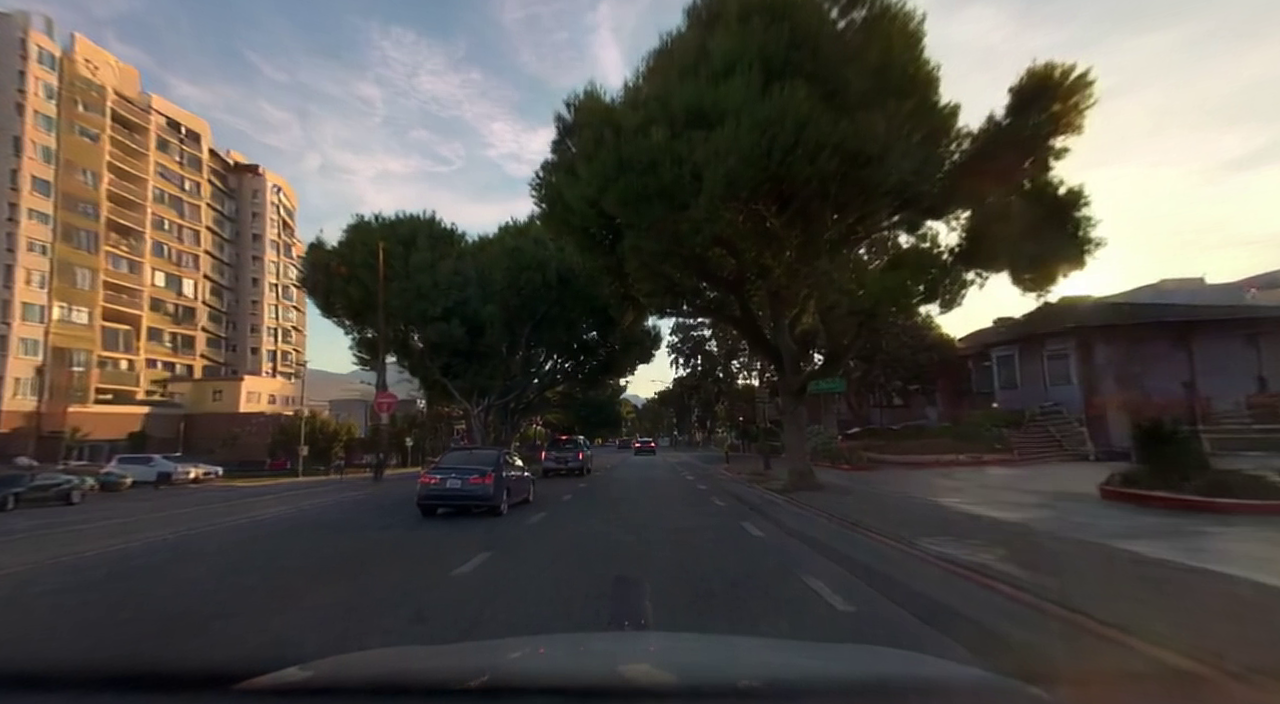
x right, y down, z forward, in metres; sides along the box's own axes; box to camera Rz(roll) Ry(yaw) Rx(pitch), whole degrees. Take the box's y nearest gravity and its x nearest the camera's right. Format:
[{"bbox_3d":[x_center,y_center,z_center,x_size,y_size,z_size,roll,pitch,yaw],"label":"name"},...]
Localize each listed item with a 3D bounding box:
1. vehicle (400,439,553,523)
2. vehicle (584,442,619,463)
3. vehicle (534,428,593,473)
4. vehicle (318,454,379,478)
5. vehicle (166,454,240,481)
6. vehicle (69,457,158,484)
[{"bbox_3d":[-3.102,2.535,12.968,1.959,1.406,4.272,0,-9,1],"label":"vehicle"},{"bbox_3d":[-2.783,7.463,47.091,2.246,1.481,4.146,0,-9,2],"label":"vehicle"},{"bbox_3d":[-3.524,4.686,30.060,2.152,1.987,4.527,0,-9,1],"label":"vehicle"},{"bbox_3d":[-19.693,7.694,42.824,1.878,1.472,4.736,0,-9,1],"label":"vehicle"},{"bbox_3d":[-28.718,7.556,41.555,1.859,1.614,4.102,0,-9,1],"label":"vehicle"},{"bbox_3d":[-34.345,7.710,41.283,1.868,1.591,4.503,0,-9,0],"label":"vehicle"}]
